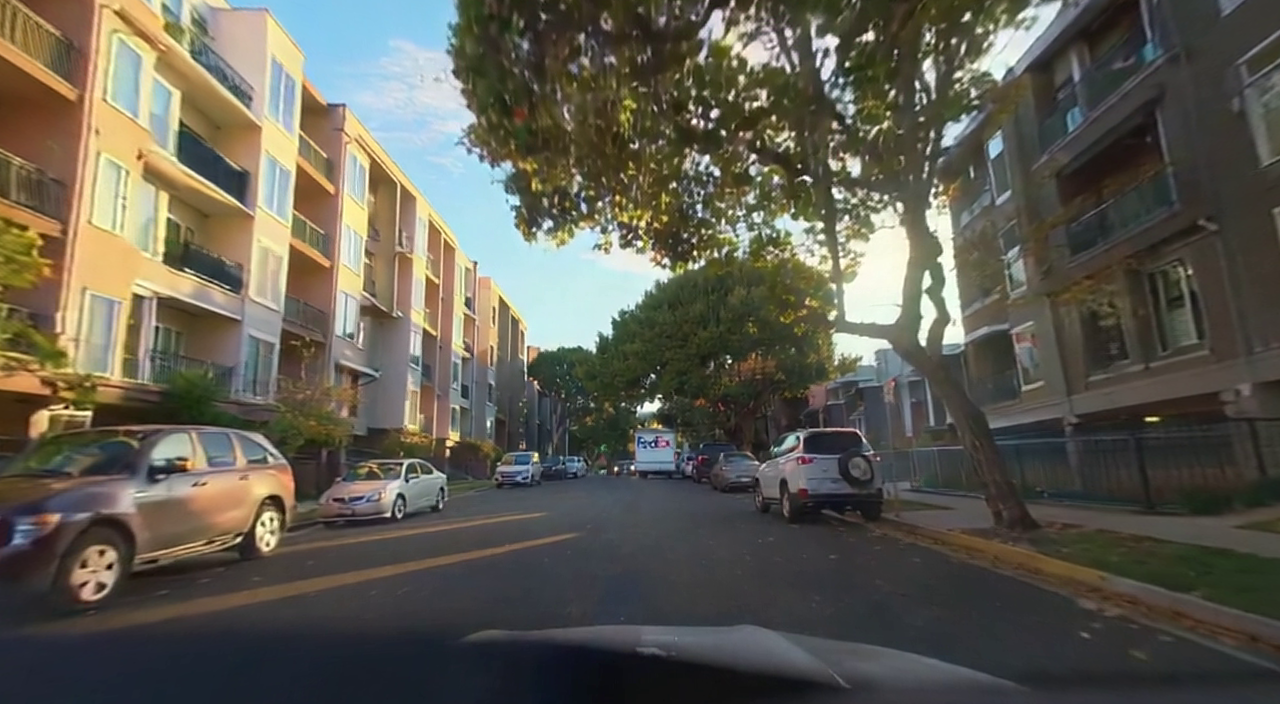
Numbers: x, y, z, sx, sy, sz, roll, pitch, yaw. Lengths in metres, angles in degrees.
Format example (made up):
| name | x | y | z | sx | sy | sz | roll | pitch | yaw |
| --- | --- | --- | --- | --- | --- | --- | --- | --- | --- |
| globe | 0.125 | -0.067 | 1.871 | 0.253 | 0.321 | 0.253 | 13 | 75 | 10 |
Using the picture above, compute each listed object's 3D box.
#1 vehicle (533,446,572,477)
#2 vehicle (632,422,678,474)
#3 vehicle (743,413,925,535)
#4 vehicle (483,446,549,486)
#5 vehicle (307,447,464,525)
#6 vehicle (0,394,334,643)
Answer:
| name | x | y | z | sx | sy | sz | roll | pitch | yaw |
| --- | --- | --- | --- | --- | --- | --- | --- | --- | --- |
| vehicle | -5.599 | 7.062 | 40.991 | 2.020 | 1.867 | 4.654 | 0 | -9 | -1 |
| vehicle | 0.875 | 6.729 | 44.504 | 2.930 | 3.275 | 8.180 | 0 | -9 | -1 |
| vehicle | 3.597 | 2.351 | 12.709 | 2.099 | 2.018 | 4.087 | 0 | -9 | -4 |
| vehicle | -5.737 | 5.303 | 29.759 | 2.089 | 1.757 | 4.256 | 0 | -9 | 2 |
| vehicle | -5.776 | 3.046 | 15.020 | 1.888 | 1.546 | 4.306 | 0 | -9 | 1 |
| vehicle | -5.701 | 1.618 | 7.212 | 2.098 | 1.894 | 4.616 | 0 | -9 | 0 |
